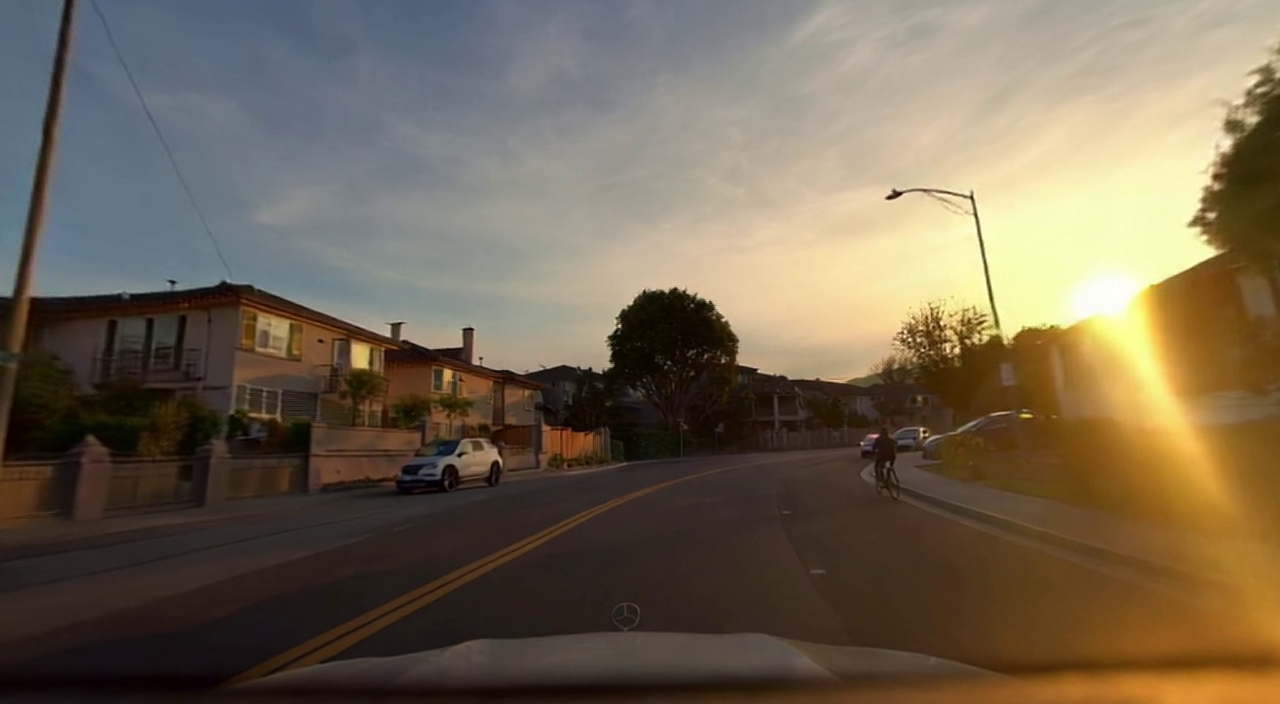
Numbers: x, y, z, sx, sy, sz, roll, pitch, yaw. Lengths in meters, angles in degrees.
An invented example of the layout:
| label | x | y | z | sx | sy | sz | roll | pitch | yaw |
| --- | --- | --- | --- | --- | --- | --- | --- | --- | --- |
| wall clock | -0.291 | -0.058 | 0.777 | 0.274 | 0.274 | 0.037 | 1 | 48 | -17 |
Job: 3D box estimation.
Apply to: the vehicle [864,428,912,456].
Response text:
| label | x | y | z | sx | sy | sz | roll | pitch | yaw |
| --- | --- | --- | --- | --- | --- | --- | --- | --- | --- |
| vehicle | 16.376 | 5.969 | 41.536 | 2.105 | 1.705 | 4.392 | -5 | -10 | 31 |

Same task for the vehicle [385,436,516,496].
| label | x | y | z | sx | sy | sz | roll | pitch | yaw |
| --- | --- | --- | --- | --- | --- | --- | --- | --- | --- |
| vehicle | -5.838 | 3.573 | 20.125 | 1.937 | 1.670 | 4.391 | -2 | -9 | 15 |

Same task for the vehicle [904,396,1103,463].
| label | x | y | z | sx | sy | sz | roll | pitch | yaw |
| --- | --- | --- | --- | --- | --- | --- | --- | --- | --- |
| vehicle | 13.758 | 3.060 | 24.500 | 6.099 | 1.973 | 2.450 | -7 | -10 | 16 |
